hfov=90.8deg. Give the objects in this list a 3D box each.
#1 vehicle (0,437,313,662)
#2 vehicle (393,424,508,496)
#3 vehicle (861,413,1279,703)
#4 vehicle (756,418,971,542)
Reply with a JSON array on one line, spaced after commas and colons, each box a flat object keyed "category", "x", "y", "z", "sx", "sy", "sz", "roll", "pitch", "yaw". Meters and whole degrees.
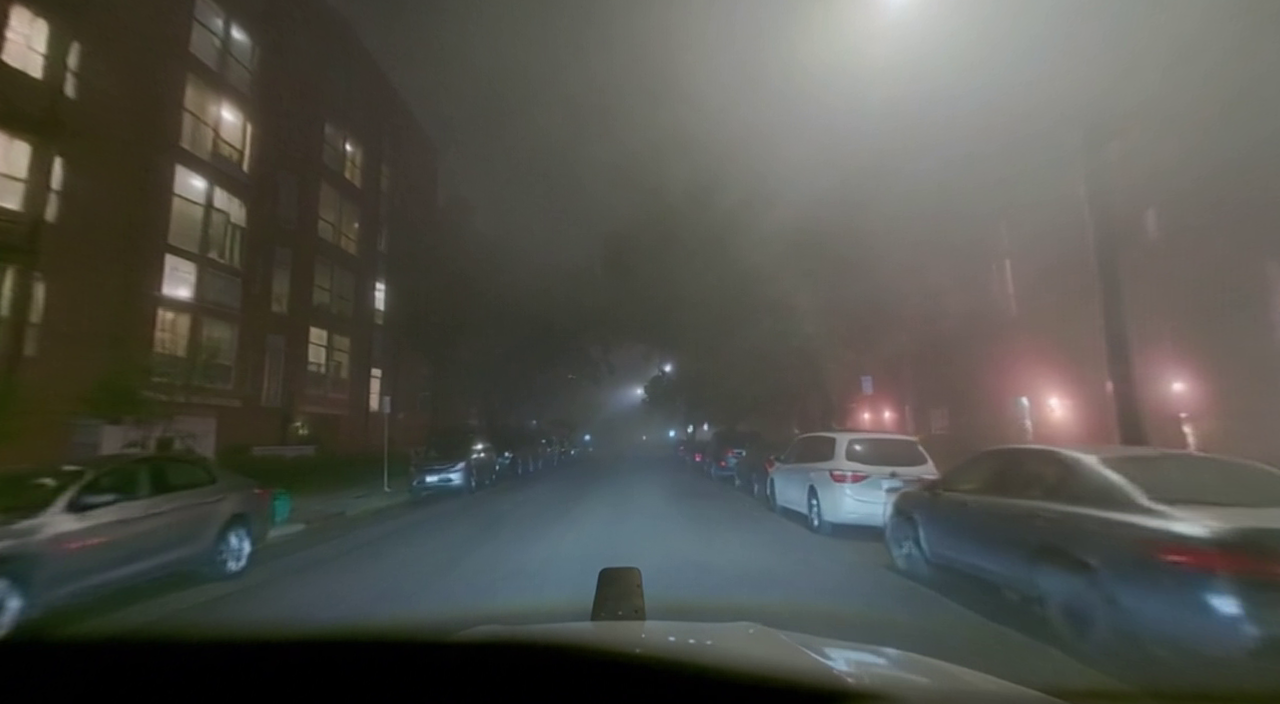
[{"category": "vehicle", "x": -5.220, "y": 1.521, "z": 5.726, "sx": 2.080, "sy": 1.458, "sz": 4.511, "roll": 0, "pitch": -8, "yaw": 0}, {"category": "vehicle", "x": -5.476, "y": 3.176, "z": 18.985, "sx": 2.069, "sy": 1.881, "sz": 4.697, "roll": 0, "pitch": -8, "yaw": -1}, {"category": "vehicle", "x": 3.631, "y": 1.369, "z": 5.264, "sx": 1.886, "sy": 1.493, "sz": 4.646, "roll": 0, "pitch": -8, "yaw": 0}, {"category": "vehicle", "x": 3.426, "y": 2.050, "z": 10.813, "sx": 1.964, "sy": 1.646, "sz": 4.543, "roll": 0, "pitch": -8, "yaw": -1}]
